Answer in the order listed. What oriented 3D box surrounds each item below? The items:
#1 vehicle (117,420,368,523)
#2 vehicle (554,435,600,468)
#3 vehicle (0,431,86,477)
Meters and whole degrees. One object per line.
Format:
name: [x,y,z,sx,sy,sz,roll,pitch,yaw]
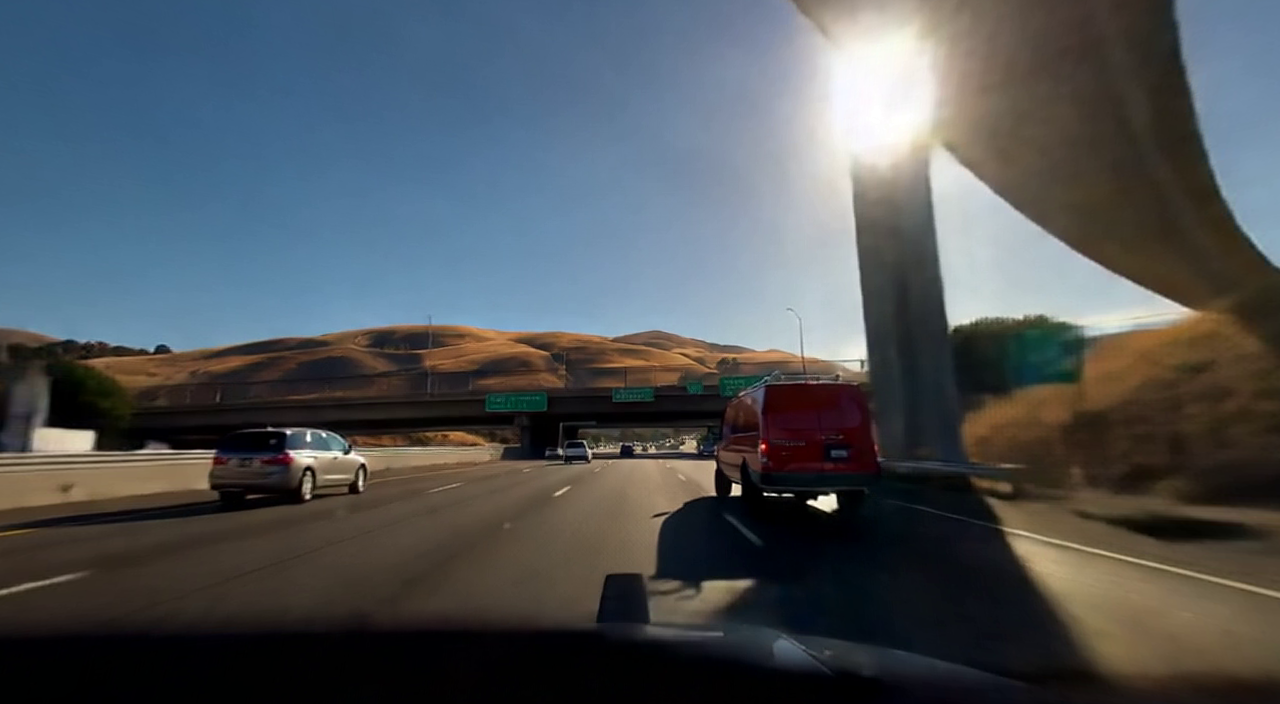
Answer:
vehicle: [-7.683,2.354,12.933,2.092,1.712,4.627,0,-9,0]
vehicle: [-3.691,5.918,37.586,2.144,1.847,4.850,0,-8,1]
vehicle: [-30.084,4.801,29.779,2.289,2.053,5.948,0,-9,1]
